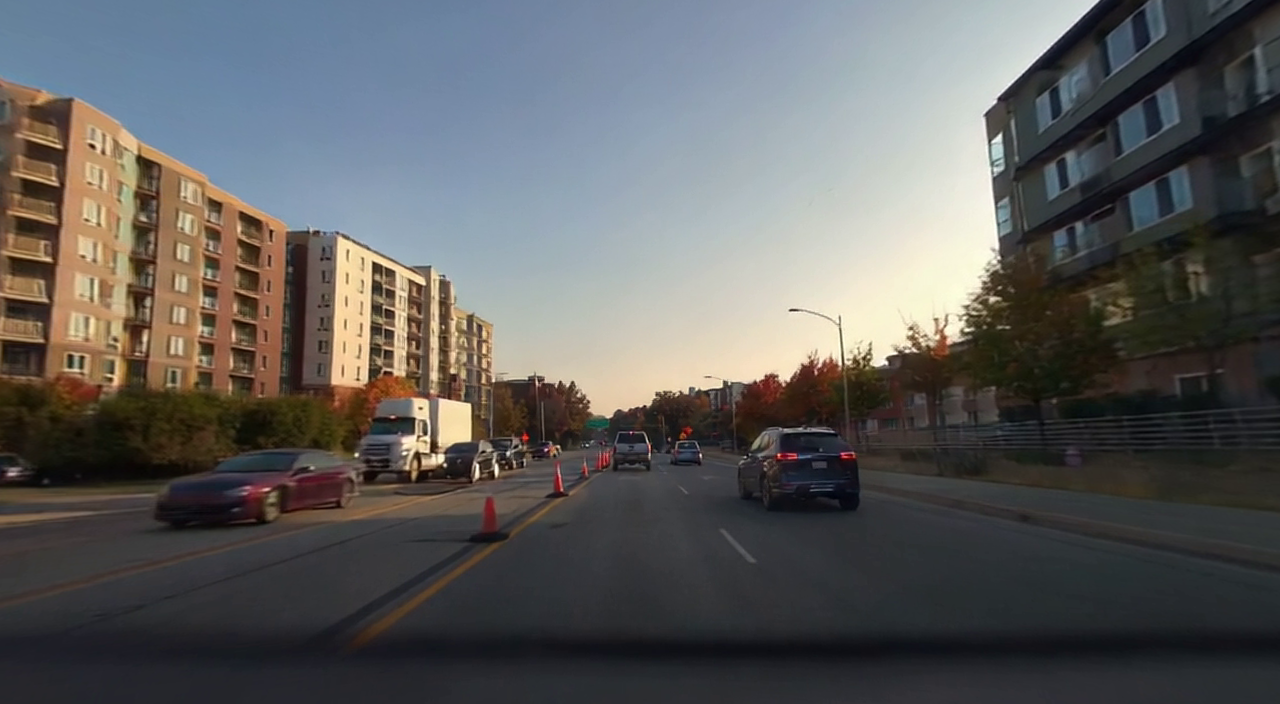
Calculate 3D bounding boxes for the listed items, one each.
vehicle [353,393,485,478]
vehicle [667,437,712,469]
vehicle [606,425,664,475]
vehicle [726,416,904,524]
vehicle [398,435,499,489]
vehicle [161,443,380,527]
[{"bbox_3d":[-11.018,4.419,32.716,2.988,3.755,9.456,0,-9,3],"label":"vehicle"},{"bbox_3d":[2.977,6.226,38.865,2.187,1.835,5.471,0,-9,-2],"label":"vehicle"},{"bbox_3d":[-0.331,5.116,32.891,2.762,2.309,6.723,0,-9,-2],"label":"vehicle"},{"bbox_3d":[3.371,2.434,13.536,2.120,1.828,5.531,0,-9,-1],"label":"vehicle"},{"bbox_3d":[-7.258,4.197,24.489,2.437,1.820,4.827,-2,-8,0],"label":"vehicle"},{"bbox_3d":[-7.631,2.752,13.649,1.881,1.485,4.522,0,-9,2],"label":"vehicle"}]
